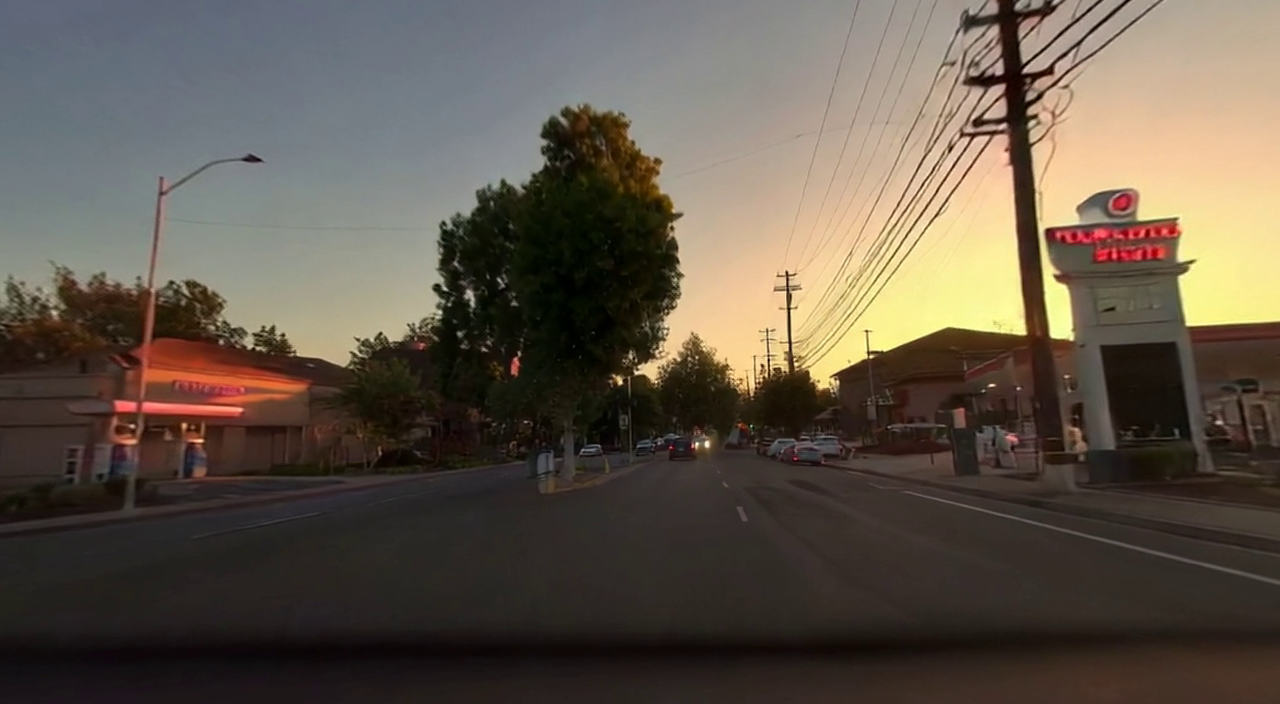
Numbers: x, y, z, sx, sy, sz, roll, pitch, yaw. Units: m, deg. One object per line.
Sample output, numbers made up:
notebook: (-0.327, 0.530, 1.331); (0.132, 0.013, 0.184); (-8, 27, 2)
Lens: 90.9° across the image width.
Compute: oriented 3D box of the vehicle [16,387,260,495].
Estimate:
vehicle: (-19.171, 3.539, 25.014); (2.923, 3.546, 7.640); (-2, -8, 4)

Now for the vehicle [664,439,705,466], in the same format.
vehicle: (2.678, 5.877, 37.066); (2.073, 1.525, 3.968); (-1, -8, 8)
